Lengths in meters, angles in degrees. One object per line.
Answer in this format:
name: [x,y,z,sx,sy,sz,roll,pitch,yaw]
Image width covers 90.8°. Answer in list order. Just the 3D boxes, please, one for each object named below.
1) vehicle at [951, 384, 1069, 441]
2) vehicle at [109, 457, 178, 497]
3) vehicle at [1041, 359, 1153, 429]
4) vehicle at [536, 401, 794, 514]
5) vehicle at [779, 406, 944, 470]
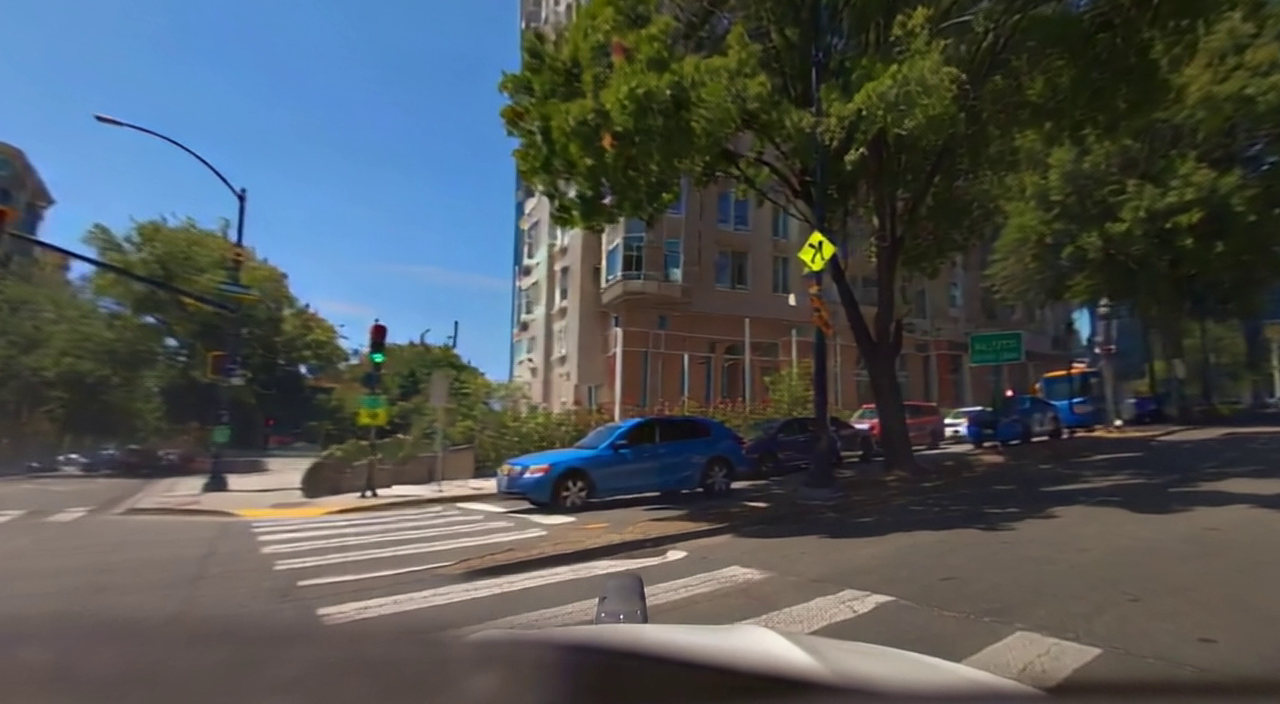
vehicle: [13.568,2.290,23.083,4.599,1.855,1.988,6,-11,-38]
vehicle: [-21.050,5.260,26.821,2.037,1.489,4.077,6,-11,-37]
vehicle: [20.392,2.006,28.091,5.699,2.708,2.268,6,-12,-38]
vehicle: [0.601,2.025,12.456,4.841,1.798,2.053,6,-11,-37]
vehicle: [5.985,2.313,16.819,4.628,1.488,1.826,6,-11,-37]
